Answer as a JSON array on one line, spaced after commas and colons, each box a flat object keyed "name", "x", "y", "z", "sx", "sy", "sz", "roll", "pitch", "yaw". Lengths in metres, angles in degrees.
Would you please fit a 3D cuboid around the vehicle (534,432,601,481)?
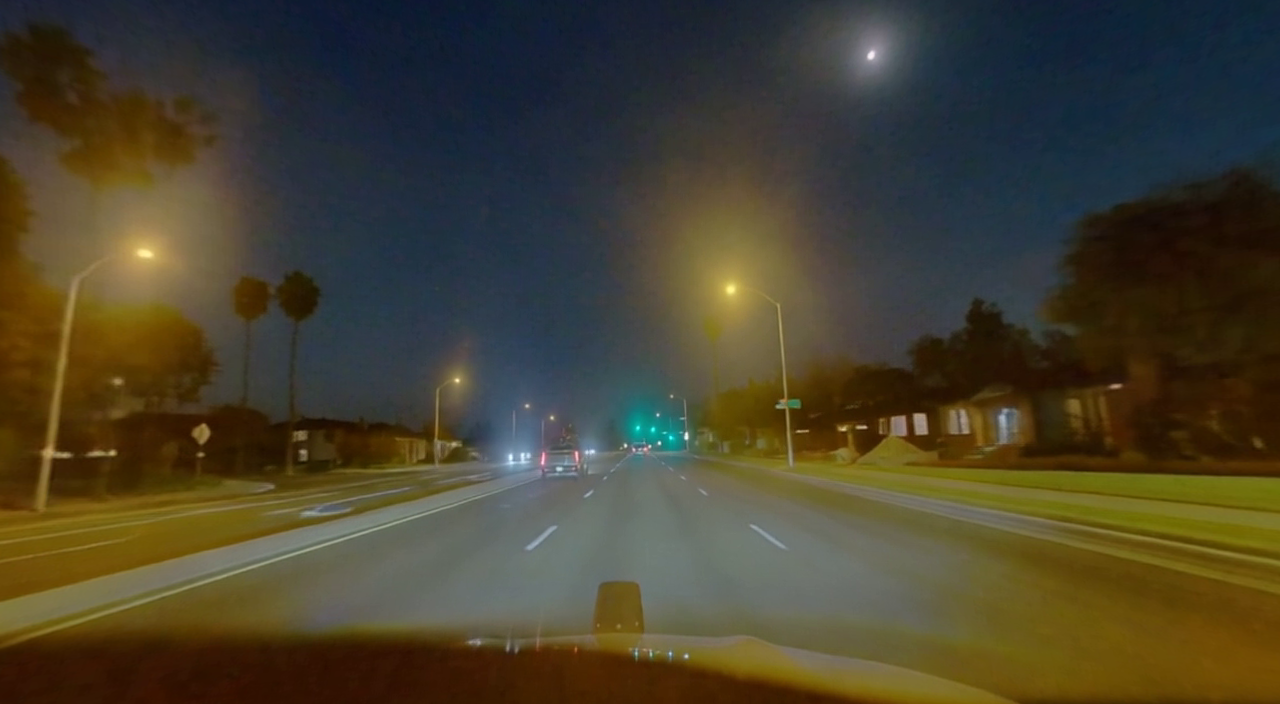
[{"name": "vehicle", "x": -3.158, "y": 4.768, "z": 28.908, "sx": 2.370, "sy": 1.968, "sz": 5.698, "roll": 0, "pitch": -9, "yaw": 0}]
